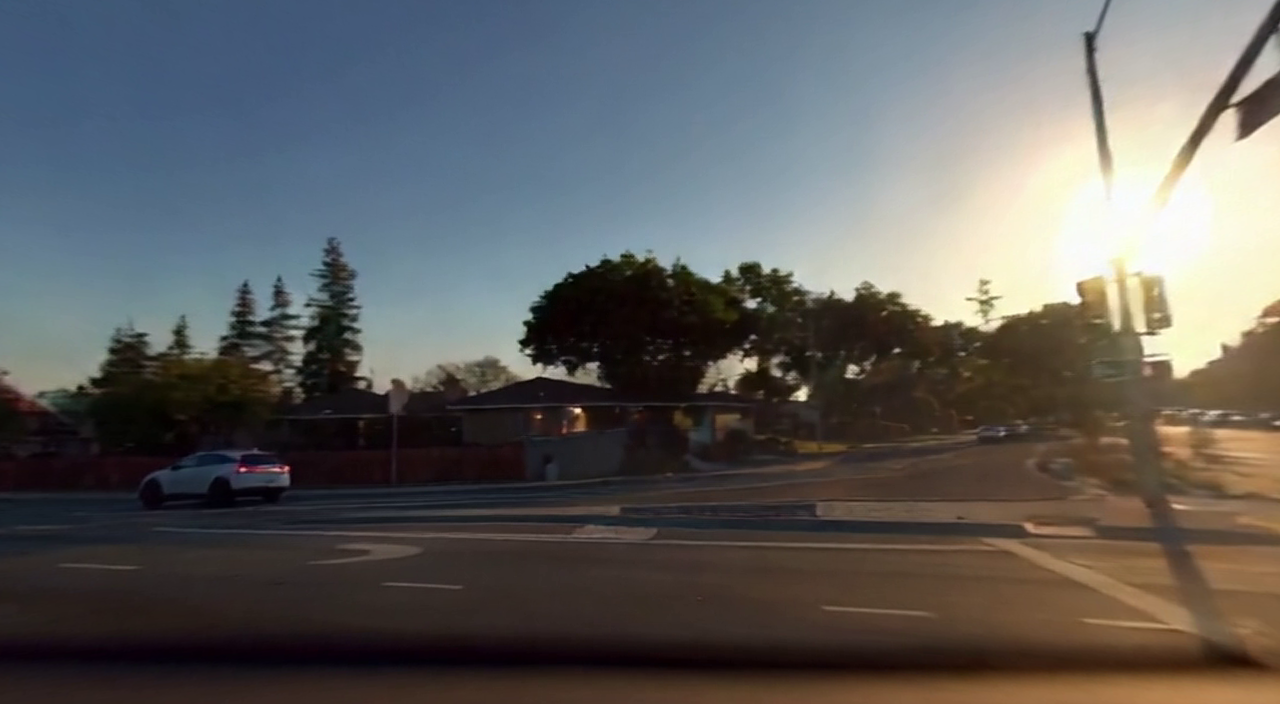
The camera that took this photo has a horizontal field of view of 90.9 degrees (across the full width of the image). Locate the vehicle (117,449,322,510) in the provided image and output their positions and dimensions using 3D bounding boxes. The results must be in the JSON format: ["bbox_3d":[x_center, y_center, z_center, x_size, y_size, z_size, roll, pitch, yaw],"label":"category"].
[{"bbox_3d":[-13.356,4.047,20.330,4.995,1.798,2.102,0,-9,-3],"label":"vehicle"}]

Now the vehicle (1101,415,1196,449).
[{"bbox_3d":[27.767,4.441,34.643,2.159,1.734,4.462,-2,-9,12],"label":"vehicle"}]

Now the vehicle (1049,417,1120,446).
[{"bbox_3d":[29.496,5.348,41.996,2.176,1.750,4.465,-2,-9,12],"label":"vehicle"}]

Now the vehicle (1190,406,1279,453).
[{"bbox_3d":[26.364,3.415,27.245,1.963,1.850,4.651,-3,-9,16],"label":"vehicle"}]

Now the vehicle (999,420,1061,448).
[{"bbox_3d":[25.379,5.406,41.175,1.943,1.702,4.406,-2,-9,11],"label":"vehicle"}]
